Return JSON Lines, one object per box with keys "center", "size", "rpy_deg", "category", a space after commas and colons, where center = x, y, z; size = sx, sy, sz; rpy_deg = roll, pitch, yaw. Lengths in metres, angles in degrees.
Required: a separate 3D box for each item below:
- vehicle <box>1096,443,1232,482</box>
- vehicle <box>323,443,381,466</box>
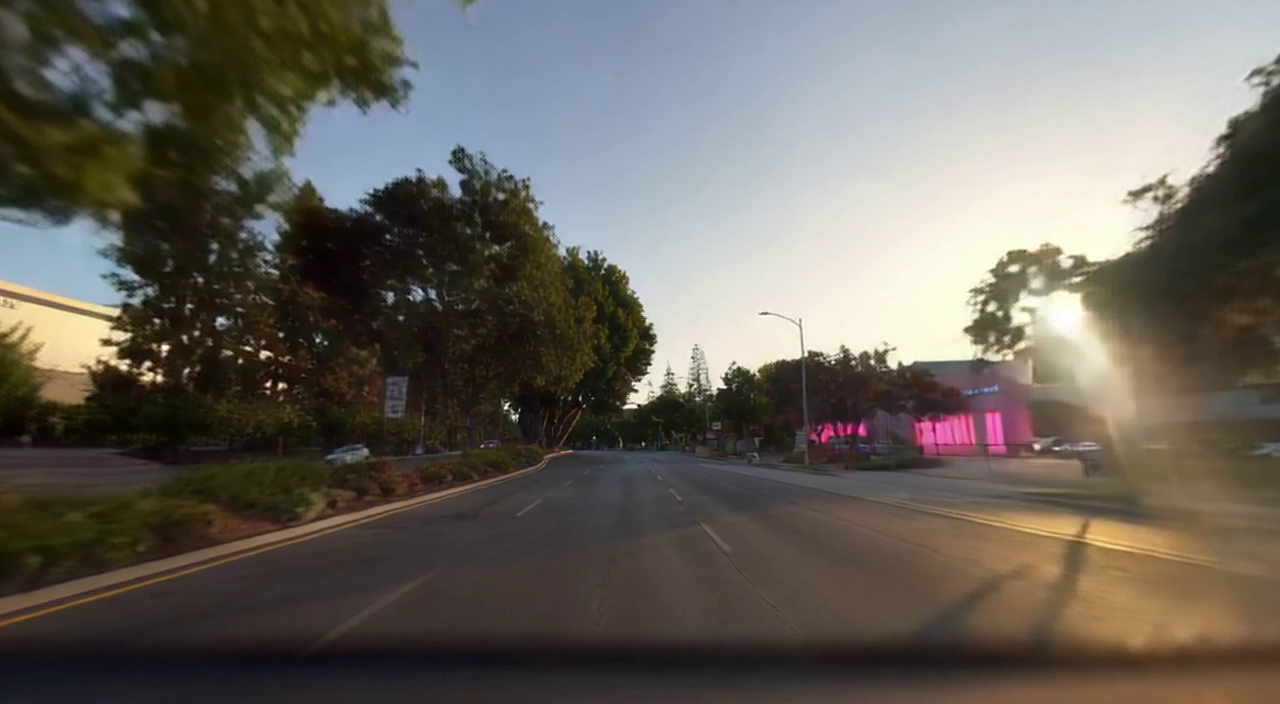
{"center": [19.494, 4.113, 23.556], "size": [3.492, 1.379, 1.734], "rpy_deg": [0, -9, -2], "category": "vehicle"}
{"center": [-19.224, 6.850, 42.339], "size": [1.859, 1.443, 4.466], "rpy_deg": [0, -8, -1], "category": "vehicle"}
